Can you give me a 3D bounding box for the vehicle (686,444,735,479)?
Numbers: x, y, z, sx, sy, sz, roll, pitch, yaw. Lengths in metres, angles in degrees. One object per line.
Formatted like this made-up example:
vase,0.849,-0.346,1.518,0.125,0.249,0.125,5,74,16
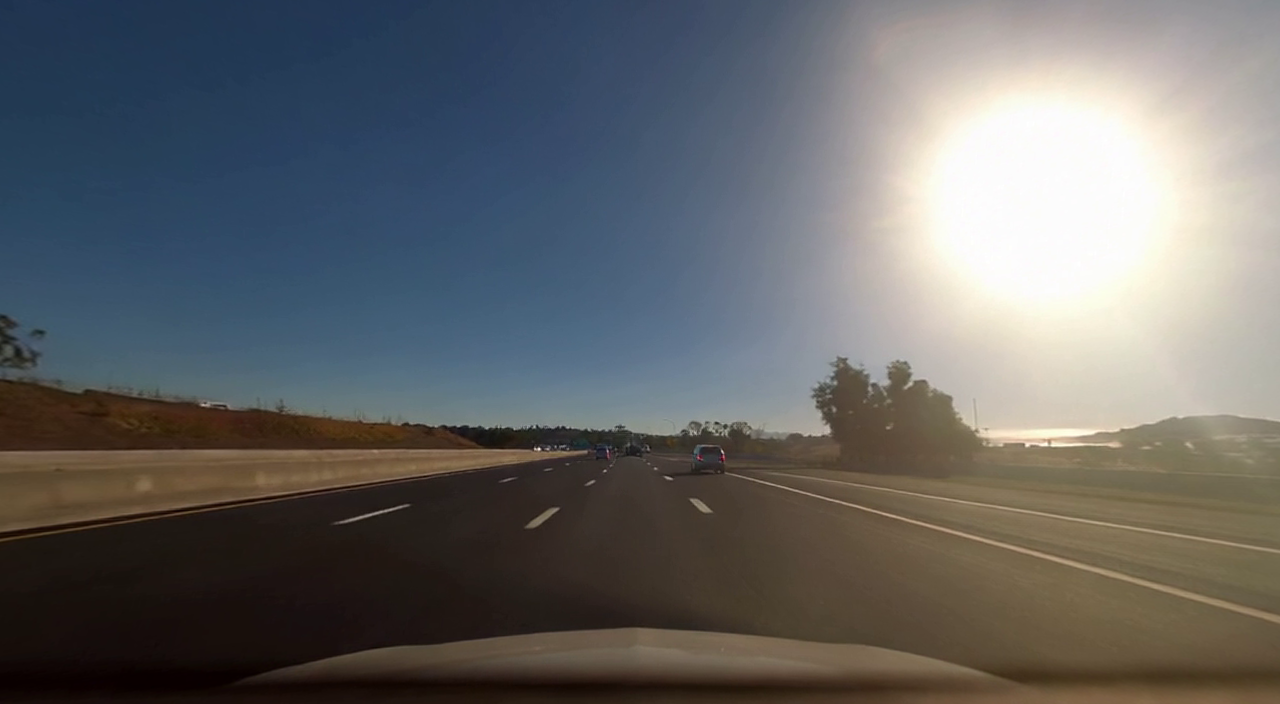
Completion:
vehicle,3.328,5.285,30.365,1.895,1.555,4.030,0,-9,0
